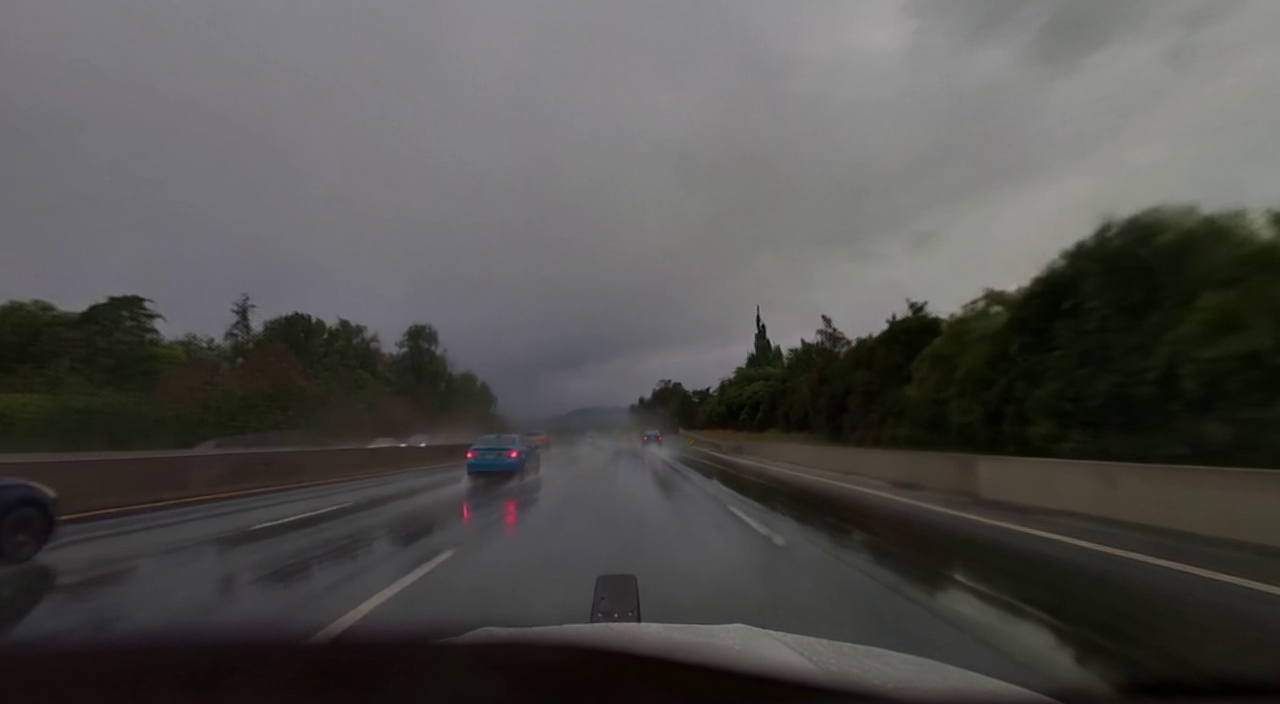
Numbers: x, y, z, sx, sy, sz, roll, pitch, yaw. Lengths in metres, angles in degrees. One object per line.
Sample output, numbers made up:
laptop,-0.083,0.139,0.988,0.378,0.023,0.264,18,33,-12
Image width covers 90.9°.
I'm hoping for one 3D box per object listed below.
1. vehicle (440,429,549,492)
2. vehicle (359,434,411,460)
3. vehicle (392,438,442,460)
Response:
vehicle,-3.862,2.943,17.543,2.026,1.517,4.325,0,-8,0
vehicle,-19.589,7.316,48.557,2.055,1.884,4.669,0,-8,0
vehicle,-16.246,7.052,46.187,1.943,1.514,4.685,0,-8,0
